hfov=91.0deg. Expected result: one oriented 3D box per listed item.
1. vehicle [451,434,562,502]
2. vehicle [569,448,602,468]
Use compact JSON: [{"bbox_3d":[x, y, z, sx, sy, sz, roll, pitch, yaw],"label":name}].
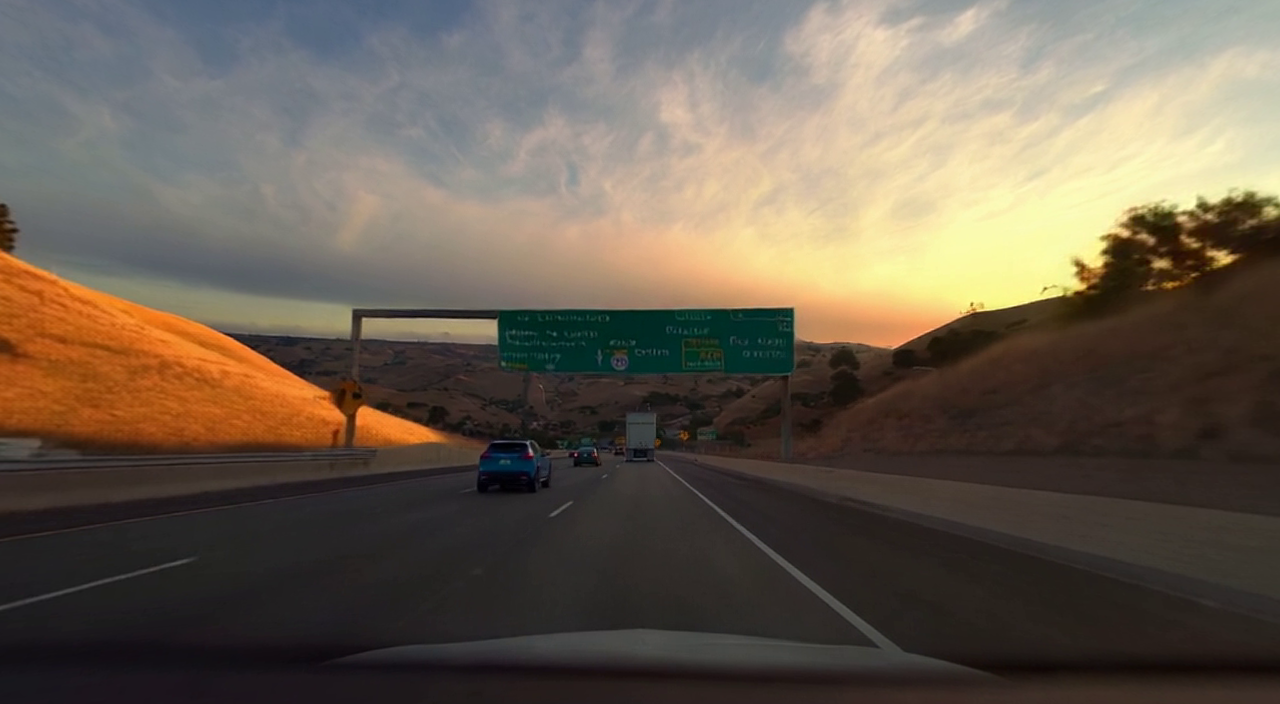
[{"bbox_3d":[-3.759,3.377,18.735,2.194,1.725,4.698,0,-9,1],"label":"vehicle"},{"bbox_3d":[-4.184,8.214,49.105,2.101,1.476,4.471,0,-9,0],"label":"vehicle"}]
